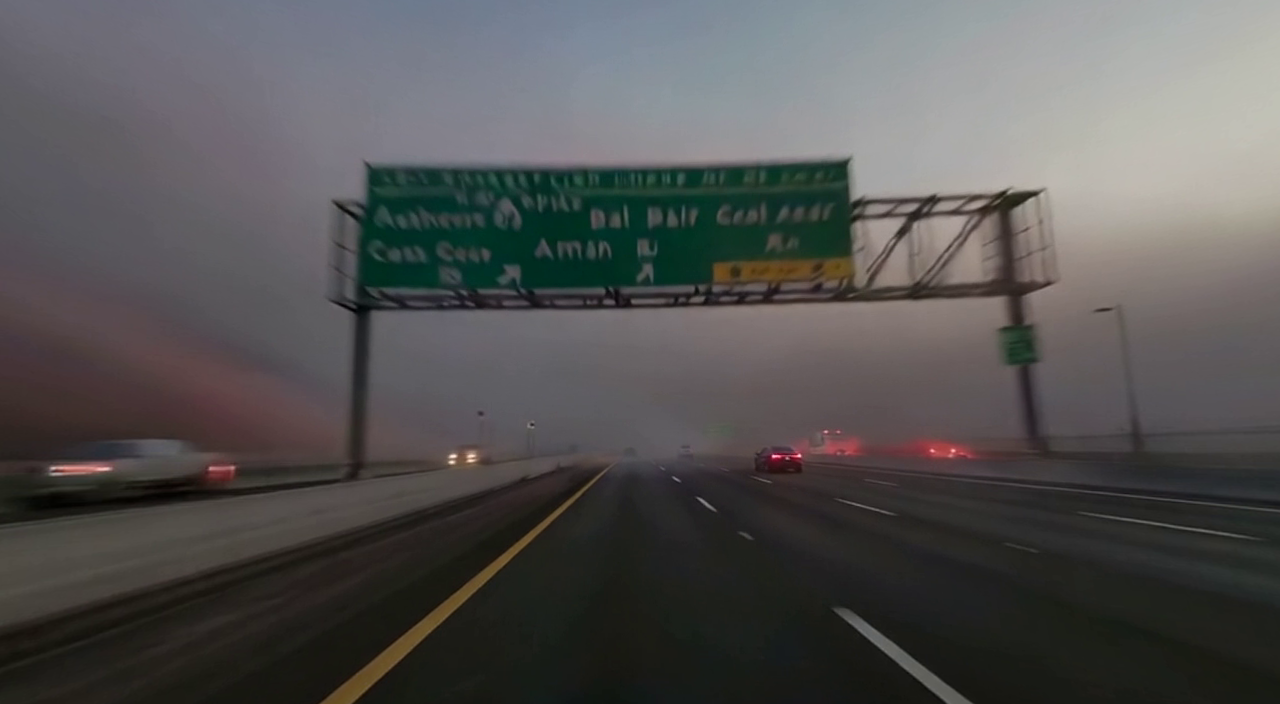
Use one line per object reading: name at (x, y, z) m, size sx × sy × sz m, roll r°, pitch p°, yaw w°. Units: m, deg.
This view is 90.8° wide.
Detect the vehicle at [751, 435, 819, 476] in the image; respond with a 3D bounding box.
vehicle at (6.552, 4.732, 29.112) m, size 2.030 × 1.706 × 4.279 m, roll 0°, pitch -9°, yaw -1°

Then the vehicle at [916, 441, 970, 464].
vehicle at (21.930, 7.272, 45.892) m, size 1.826 × 1.530 × 4.462 m, roll 0°, pitch -9°, yaw 1°

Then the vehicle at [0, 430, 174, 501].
vehicle at (-14.821, 2.824, 16.142) m, size 2.000 × 1.529 × 5.012 m, roll 0°, pitch -9°, yaw 0°
